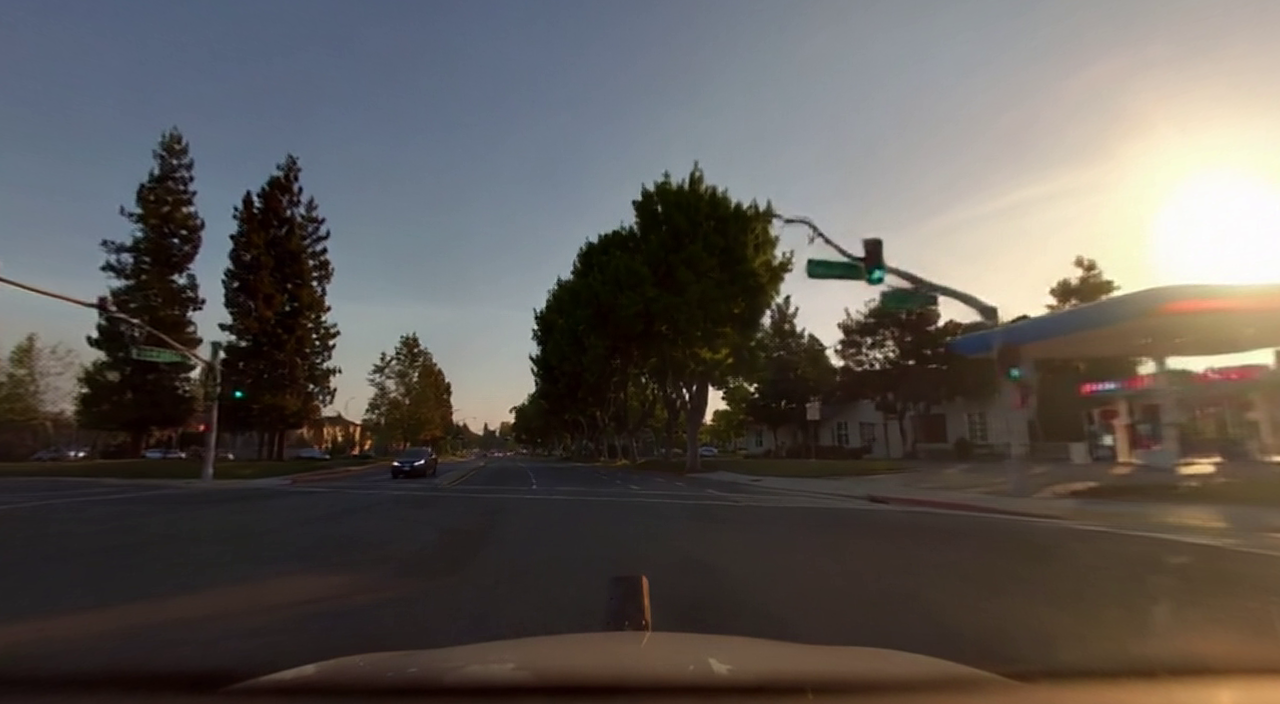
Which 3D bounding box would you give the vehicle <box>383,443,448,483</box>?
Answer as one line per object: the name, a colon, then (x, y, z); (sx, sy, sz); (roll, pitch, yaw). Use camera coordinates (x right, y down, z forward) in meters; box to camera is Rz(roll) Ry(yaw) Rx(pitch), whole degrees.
vehicle: (-10.221, 5.045, 29.051); (2.048, 1.670, 4.450); (2, -9, -10)
